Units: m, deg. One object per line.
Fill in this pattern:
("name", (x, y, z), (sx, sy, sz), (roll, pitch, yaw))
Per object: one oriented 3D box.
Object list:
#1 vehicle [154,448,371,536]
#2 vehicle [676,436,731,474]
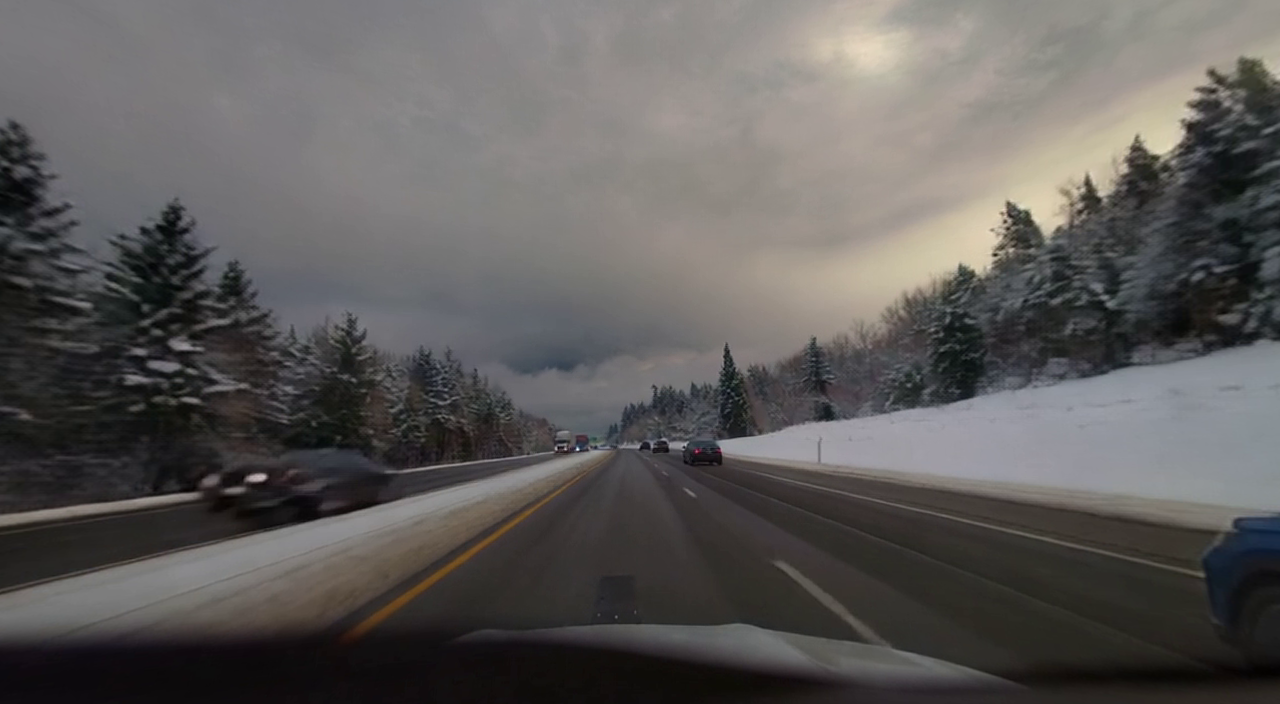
("vehicle", (-7.771, 2.860, 13.625), (1.934, 1.497, 4.552), (0, -8, -1))
("vehicle", (2.983, 4.944, 30.474), (2.043, 1.673, 4.016), (0, -8, -3))
